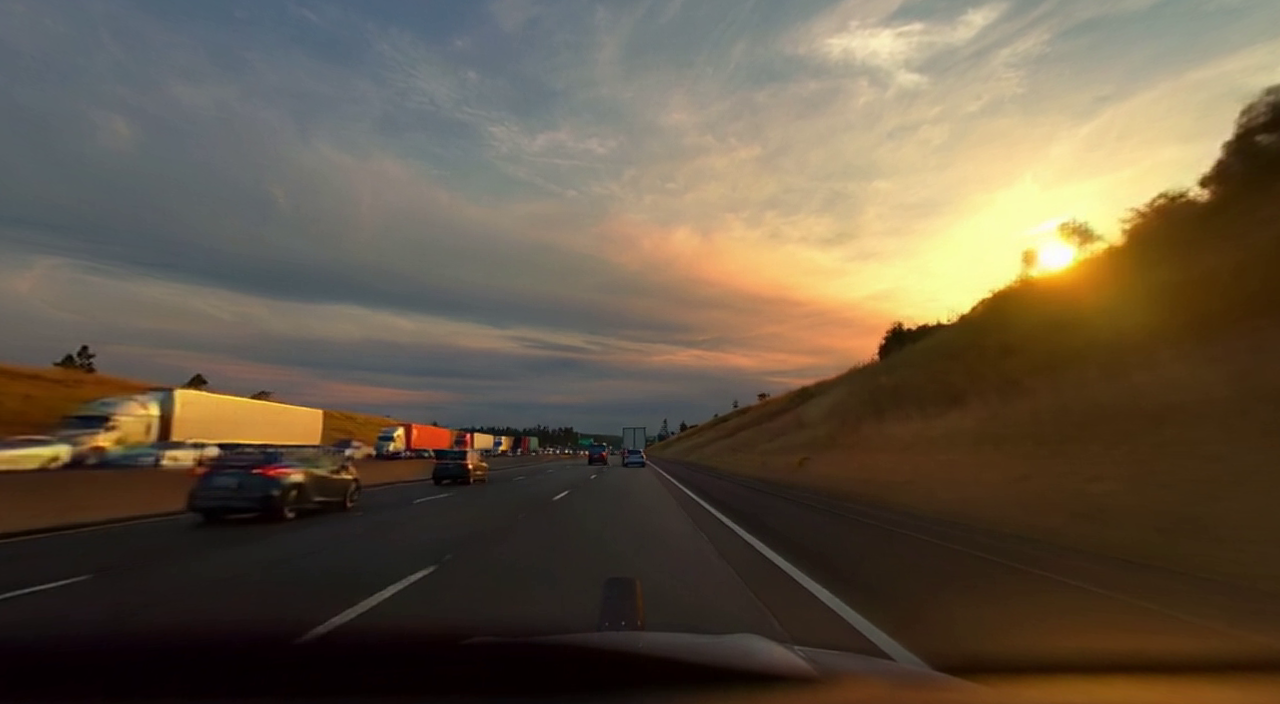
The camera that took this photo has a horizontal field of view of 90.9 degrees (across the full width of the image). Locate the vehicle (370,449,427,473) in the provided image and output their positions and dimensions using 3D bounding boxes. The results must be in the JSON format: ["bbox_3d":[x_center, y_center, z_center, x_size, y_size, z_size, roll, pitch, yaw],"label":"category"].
[{"bbox_3d":[-14.839,6.721,38.922,1.927,1.393,4.071,0,-9,-1],"label":"vehicle"}]

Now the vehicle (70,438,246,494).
[{"bbox_3d":[-14.699,3.500,19.655,1.817,1.508,4.734,0,-9,-1],"label":"vehicle"}]

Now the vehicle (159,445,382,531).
[{"bbox_3d":[-7.231,2.671,13.025,1.895,1.446,4.456,0,-9,0],"label":"vehicle"}]

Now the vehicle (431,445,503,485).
[{"bbox_3d":[-7.815,5.129,28.900,2.004,1.629,4.506,0,-9,0],"label":"vehicle"}]

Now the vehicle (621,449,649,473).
[{"bbox_3d":[-0.359,7.917,45.959,2.009,1.657,3.962,0,-9,0],"label":"vehicle"}]
